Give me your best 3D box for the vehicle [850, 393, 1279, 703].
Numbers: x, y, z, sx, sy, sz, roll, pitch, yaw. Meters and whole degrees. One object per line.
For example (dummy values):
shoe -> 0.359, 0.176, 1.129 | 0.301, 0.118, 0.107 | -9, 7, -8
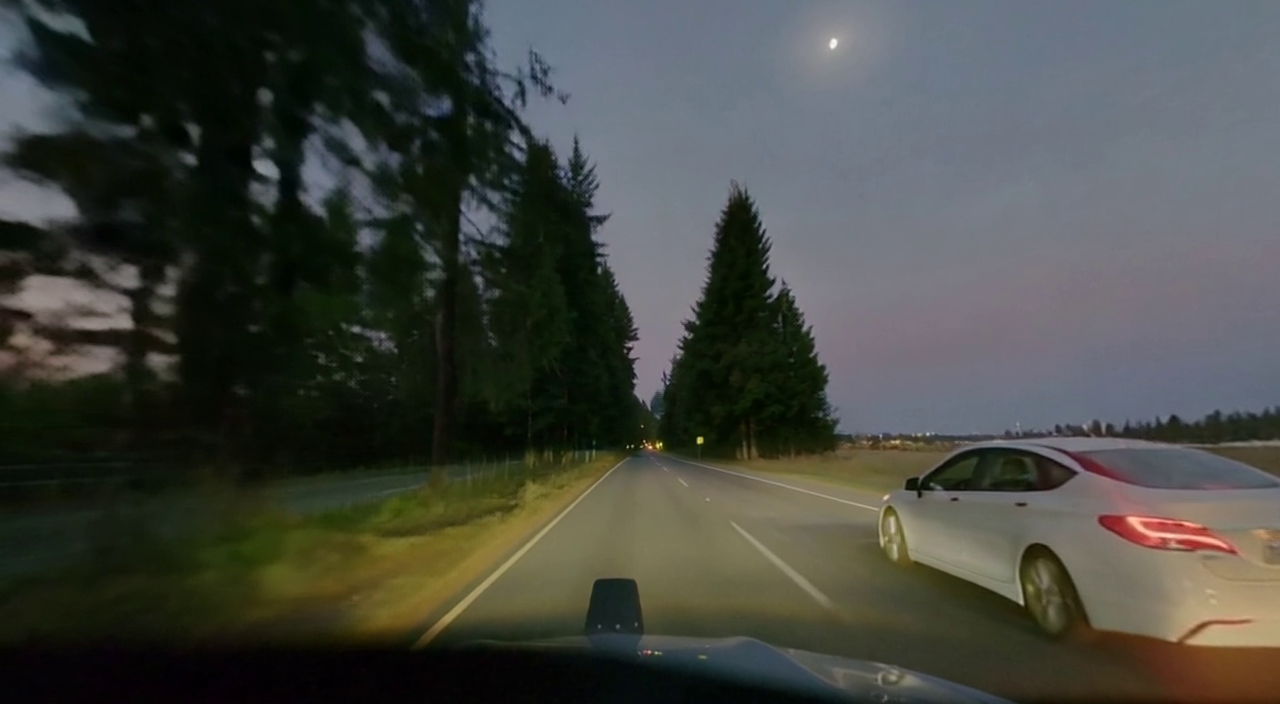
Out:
vehicle -> 3.577, 1.326, 5.275 | 2.060, 1.584, 4.592 | 0, -9, 0
